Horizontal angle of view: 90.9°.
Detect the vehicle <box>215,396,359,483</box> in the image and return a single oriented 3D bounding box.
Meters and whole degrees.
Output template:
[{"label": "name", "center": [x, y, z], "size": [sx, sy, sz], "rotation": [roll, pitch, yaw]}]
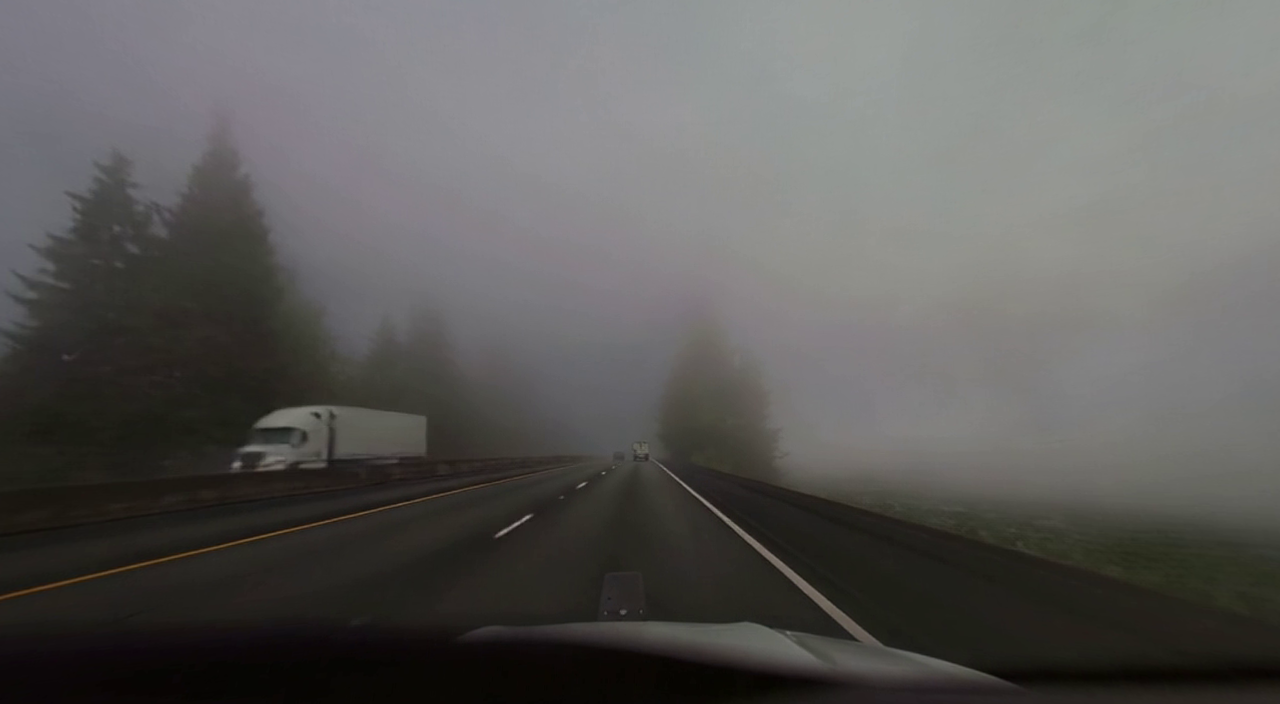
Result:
[{"label": "vehicle", "center": [-16.377, 4.194, 29.856], "size": [3.278, 3.709, 5.811], "rotation": [0, -9, 0]}]
